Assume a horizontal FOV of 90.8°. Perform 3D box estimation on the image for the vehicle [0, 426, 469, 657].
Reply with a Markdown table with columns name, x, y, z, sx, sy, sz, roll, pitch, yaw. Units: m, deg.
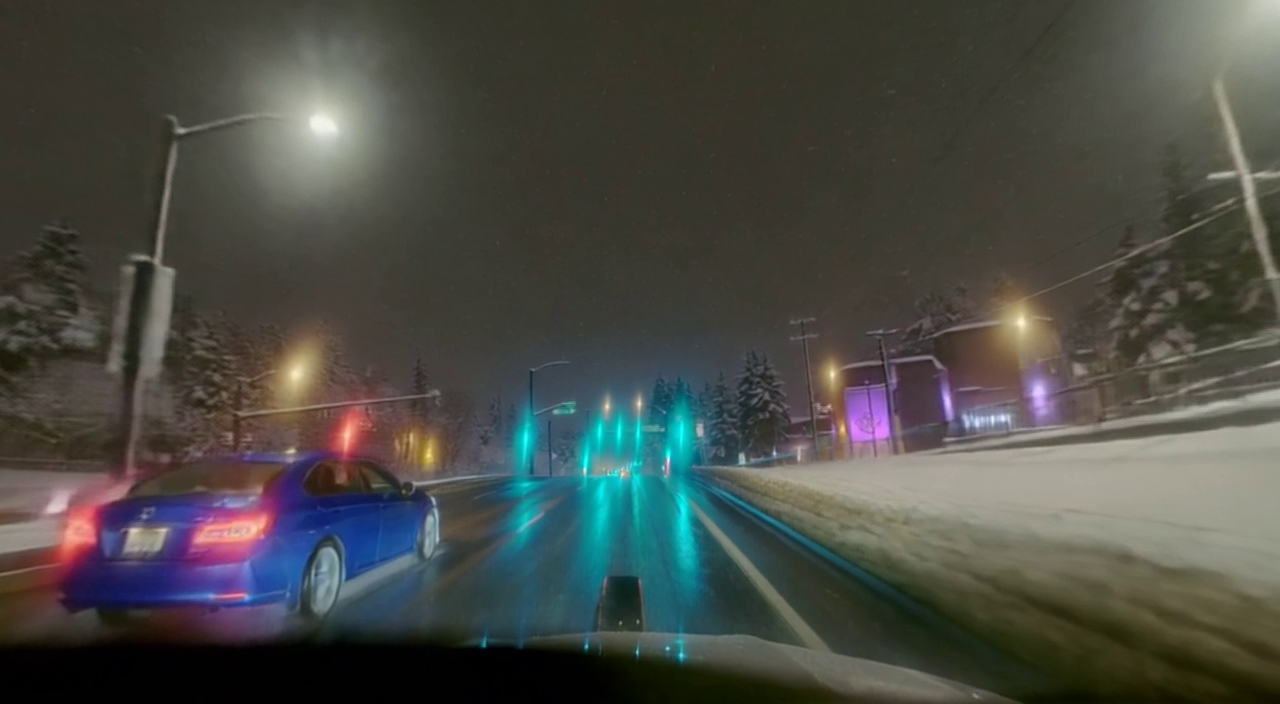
| name | x | y | z | sx | sy | sz | roll | pitch | yaw |
| --- | --- | --- | --- | --- | --- | --- | --- | --- | --- |
| vehicle | -3.335 | 1.566 | 6.305 | 2.041 | 1.470 | 4.290 | 0 | -9 | 0 |
